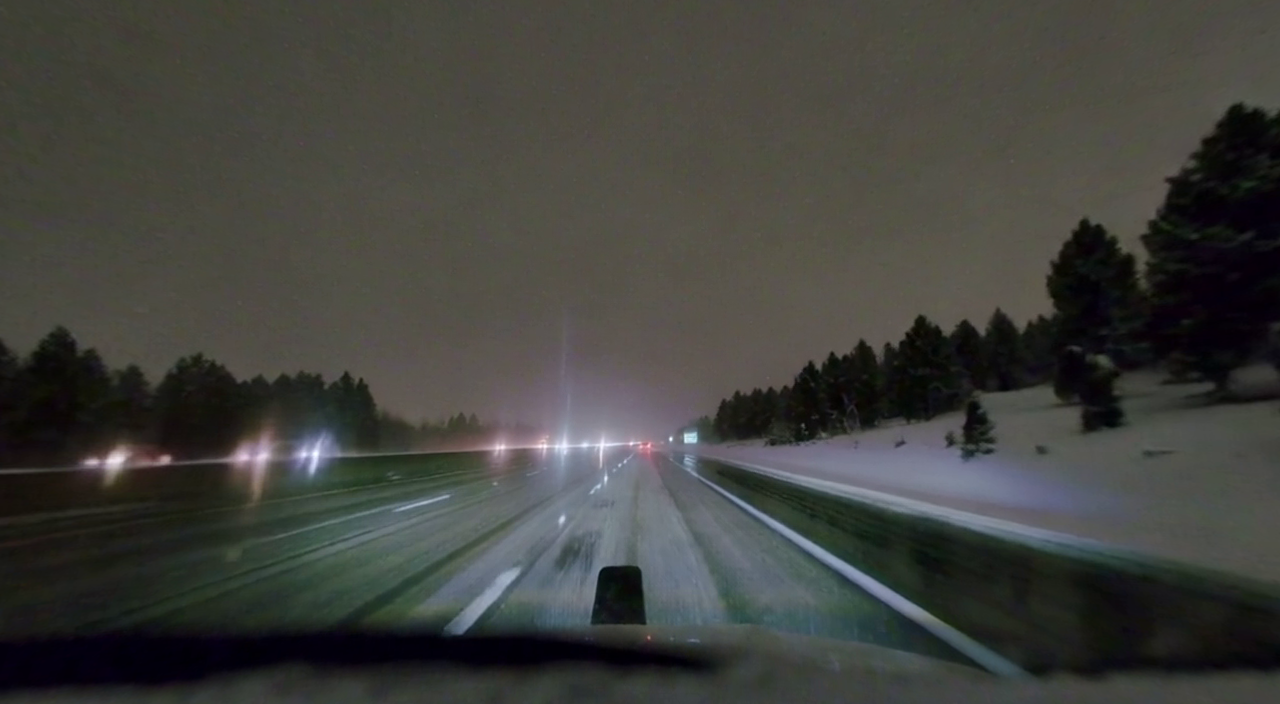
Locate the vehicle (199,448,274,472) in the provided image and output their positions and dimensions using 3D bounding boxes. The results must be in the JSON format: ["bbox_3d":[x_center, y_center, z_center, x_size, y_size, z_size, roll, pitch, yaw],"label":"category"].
[{"bbox_3d":[-28.151,7.557,44.185,1.973,1.553,4.870,0,-9,1],"label":"vehicle"}]

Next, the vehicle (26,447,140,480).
[{"bbox_3d":[-32.119,6.401,36.583,2.059,1.750,4.910,0,-9,1],"label":"vehicle"}]
